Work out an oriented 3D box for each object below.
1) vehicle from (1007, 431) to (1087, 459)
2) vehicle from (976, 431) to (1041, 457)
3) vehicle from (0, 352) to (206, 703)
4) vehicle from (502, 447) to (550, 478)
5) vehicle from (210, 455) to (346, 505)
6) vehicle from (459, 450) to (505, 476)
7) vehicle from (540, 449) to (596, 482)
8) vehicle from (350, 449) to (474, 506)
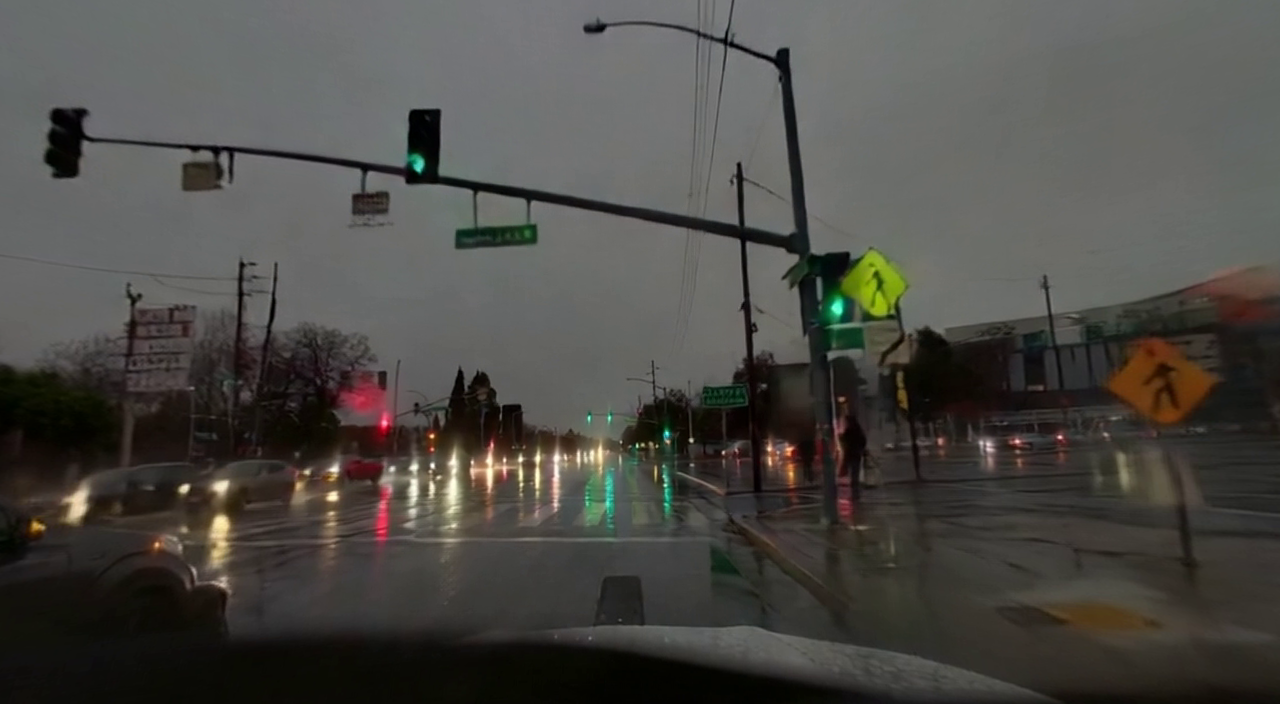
[{"bbox_3d":[27.461,6.353,42.672,2.083,1.668,4.638,-1,-10,-3],"label":"vehicle"},{"bbox_3d":[24.652,6.213,42.253,1.690,1.559,3.521,5,-10,-14],"label":"vehicle"},{"bbox_3d":[-3.358,0.647,1.039,2.042,1.673,4.516,0,-9,0],"label":"vehicle"},{"bbox_3d":[-6.669,6.495,37.207,2.012,1.664,3.917,0,-9,1],"label":"vehicle"},{"bbox_3d":[-12.516,4.418,22.171,1.973,1.496,4.448,0,-9,3],"label":"vehicle"},{"bbox_3d":[-11.409,8.001,45.766,1.985,1.756,4.665,0,-9,2],"label":"vehicle"},{"bbox_3d":[-3.431,5.538,30.951,2.147,1.472,4.406,0,-9,1],"label":"vehicle"},{"bbox_3d":[-6.593,3.663,18.851,1.960,1.479,4.654,0,-9,0],"label":"vehicle"}]
